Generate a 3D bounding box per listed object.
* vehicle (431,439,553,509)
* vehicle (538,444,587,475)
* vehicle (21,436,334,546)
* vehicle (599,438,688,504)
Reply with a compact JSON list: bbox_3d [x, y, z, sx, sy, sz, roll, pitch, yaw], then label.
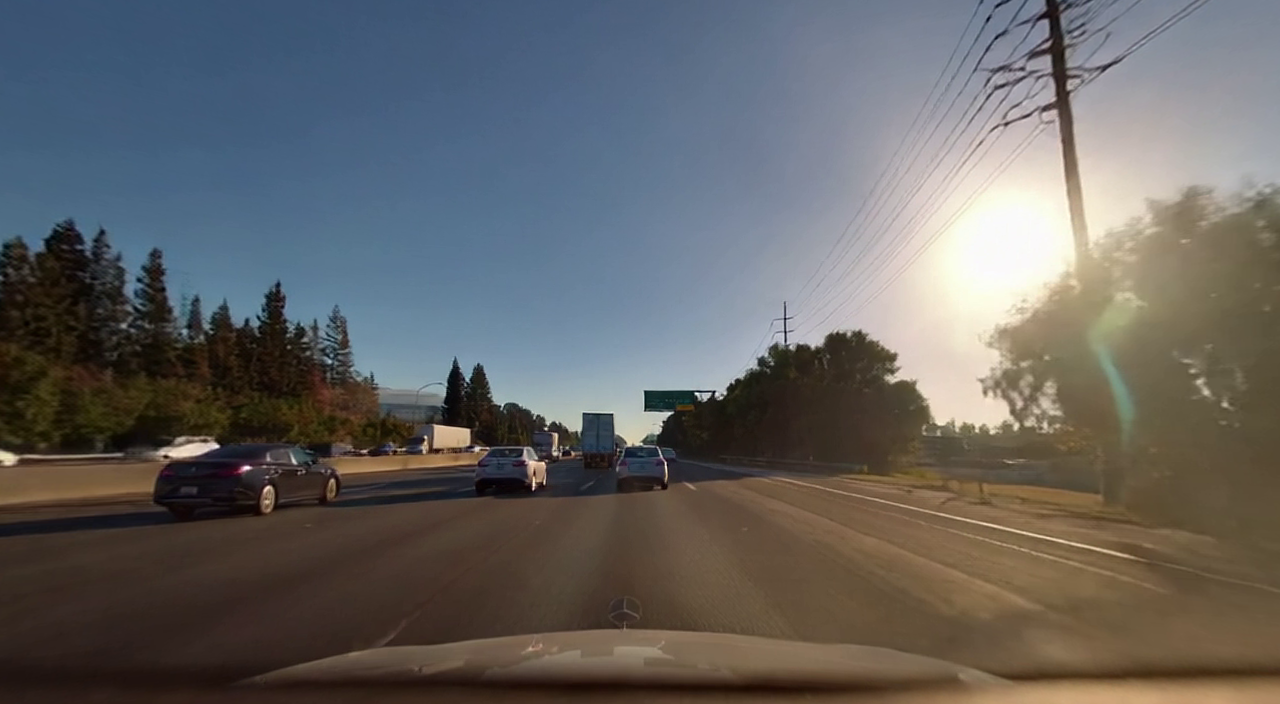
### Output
[{"bbox_3d":[-3.442,2.905,15.523,1.912,1.464,4.115,0,-9,1],"label":"vehicle"},{"bbox_3d":[-3.834,5.377,31.734,2.013,1.437,3.801,0,-9,0],"label":"vehicle"},{"bbox_3d":[-7.305,2.204,10.741,1.867,1.445,4.499,0,-9,1],"label":"vehicle"},{"bbox_3d":[0.012,3.062,16.699,2.018,1.470,4.491,0,-9,-2],"label":"vehicle"}]
